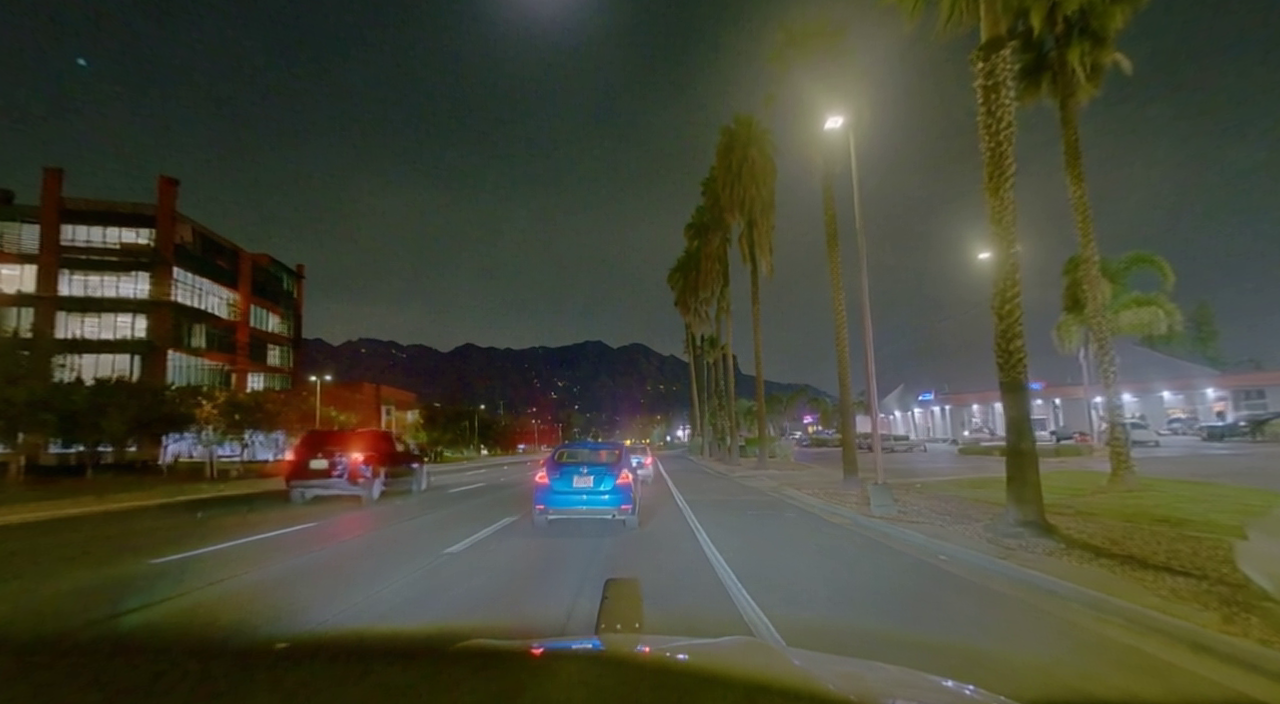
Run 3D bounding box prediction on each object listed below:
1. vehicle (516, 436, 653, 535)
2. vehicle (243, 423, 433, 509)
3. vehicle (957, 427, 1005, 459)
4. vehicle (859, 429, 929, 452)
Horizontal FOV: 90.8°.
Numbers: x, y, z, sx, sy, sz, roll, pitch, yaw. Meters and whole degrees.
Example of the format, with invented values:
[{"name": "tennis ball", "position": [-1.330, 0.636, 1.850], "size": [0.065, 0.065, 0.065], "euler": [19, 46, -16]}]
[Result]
[{"name": "vehicle", "position": [-0.935, 2.297, 11.520], "size": [2.067, 1.459, 3.886], "euler": [0, -8, -3]}, {"name": "vehicle", "position": [-7.695, 2.969, 16.973], "size": [2.400, 1.900, 5.325], "euler": [0, -8, 1]}, {"name": "vehicle", "position": [17.828, 4.775, 33.115], "size": [1.961, 1.526, 4.640], "euler": [-4, -9, 27]}, {"name": "vehicle", "position": [19.094, 6.710, 47.681], "size": [1.925, 1.652, 4.490], "euler": [6, -10, -35]}]
